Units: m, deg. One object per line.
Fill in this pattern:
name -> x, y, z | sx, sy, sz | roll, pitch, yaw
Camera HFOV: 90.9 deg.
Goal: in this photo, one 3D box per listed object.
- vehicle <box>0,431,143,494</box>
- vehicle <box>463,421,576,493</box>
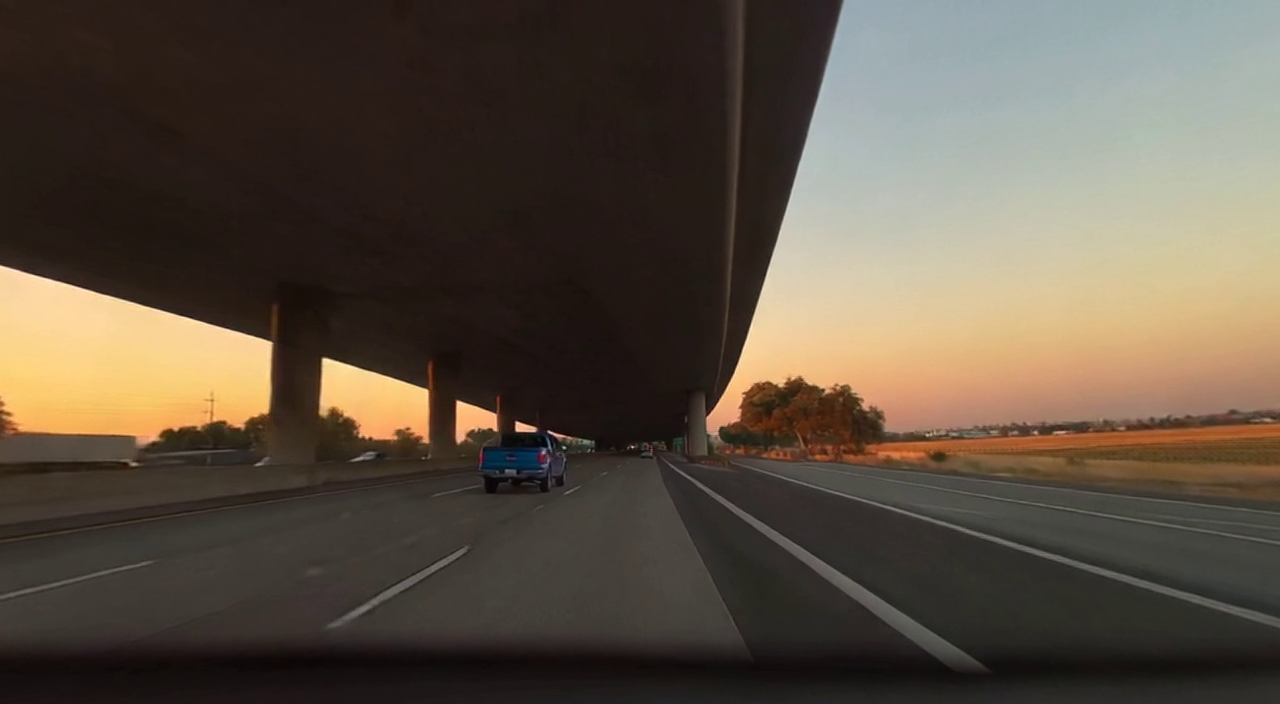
vehicle -> -37.171, 6.682, 38.694 | 2.775, 3.481, 12.946 | 0, -9, 0
vehicle -> -3.803, 3.511, 21.368 | 2.601, 2.084, 6.068 | 0, -9, 1
